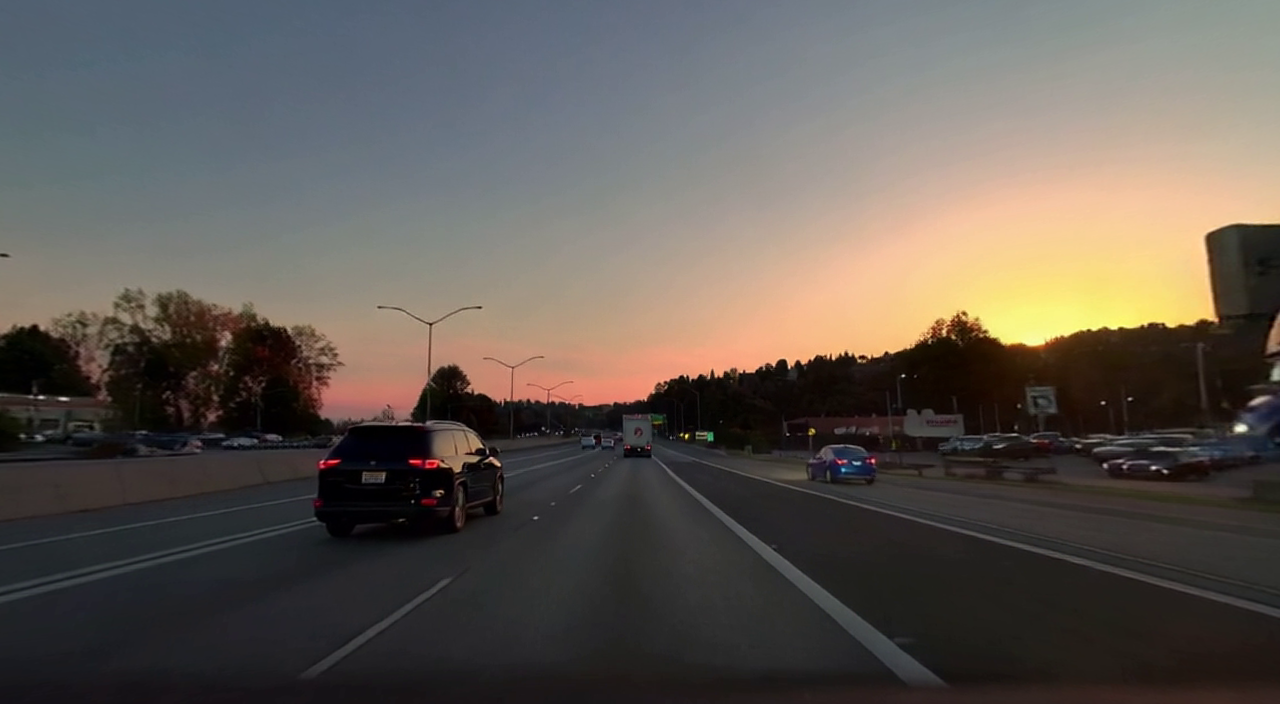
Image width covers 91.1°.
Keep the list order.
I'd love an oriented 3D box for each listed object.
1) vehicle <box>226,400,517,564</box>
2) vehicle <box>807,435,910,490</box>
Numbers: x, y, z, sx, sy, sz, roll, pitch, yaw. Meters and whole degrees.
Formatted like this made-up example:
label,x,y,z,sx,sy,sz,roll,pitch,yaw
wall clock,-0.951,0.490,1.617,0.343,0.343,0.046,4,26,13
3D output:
label,x,y,z,sx,sy,sz,roll,pitch,yaw
vehicle,-3.496,1.826,9.559,2.178,1.826,4.933,0,-9,1
vehicle,7.289,3.716,21.467,1.958,1.681,4.109,0,-9,-1
